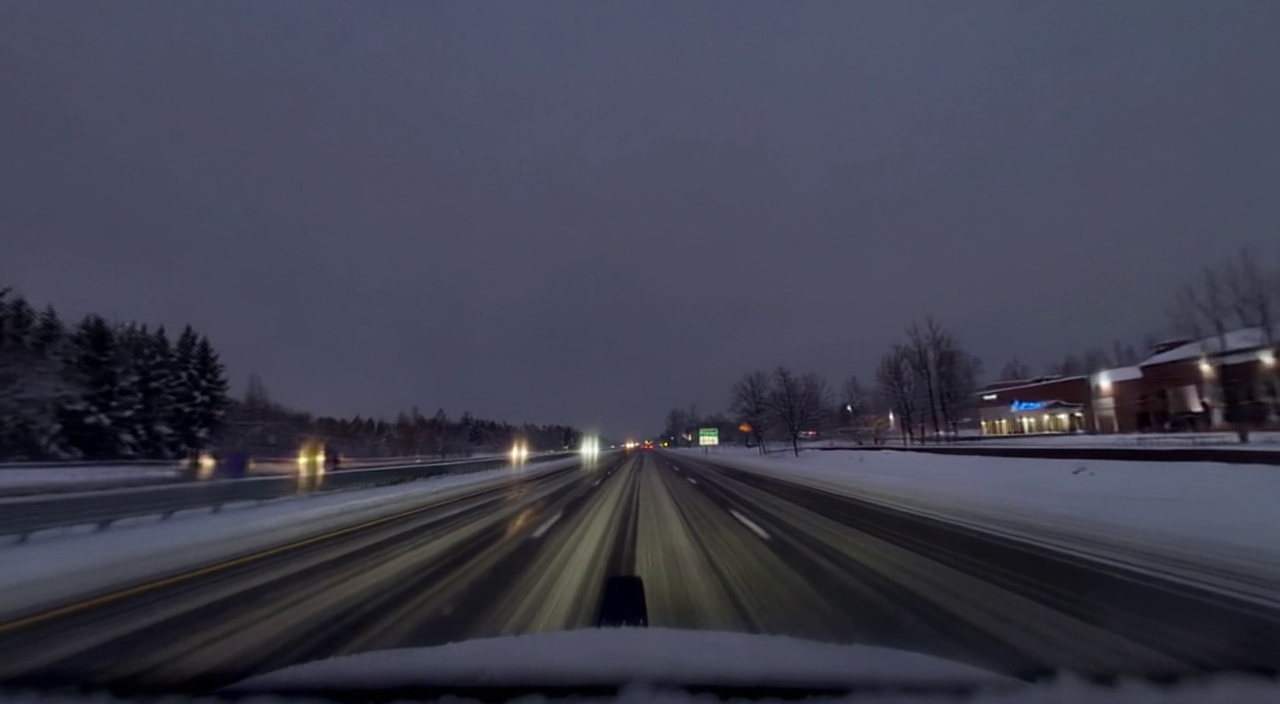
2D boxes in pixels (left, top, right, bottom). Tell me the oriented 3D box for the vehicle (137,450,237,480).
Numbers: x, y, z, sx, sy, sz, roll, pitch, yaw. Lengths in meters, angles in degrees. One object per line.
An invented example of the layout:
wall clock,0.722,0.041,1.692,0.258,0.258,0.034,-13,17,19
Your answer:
vehicle,-24.806,6.162,34.784,2.049,1.499,4.699,0,-8,0
